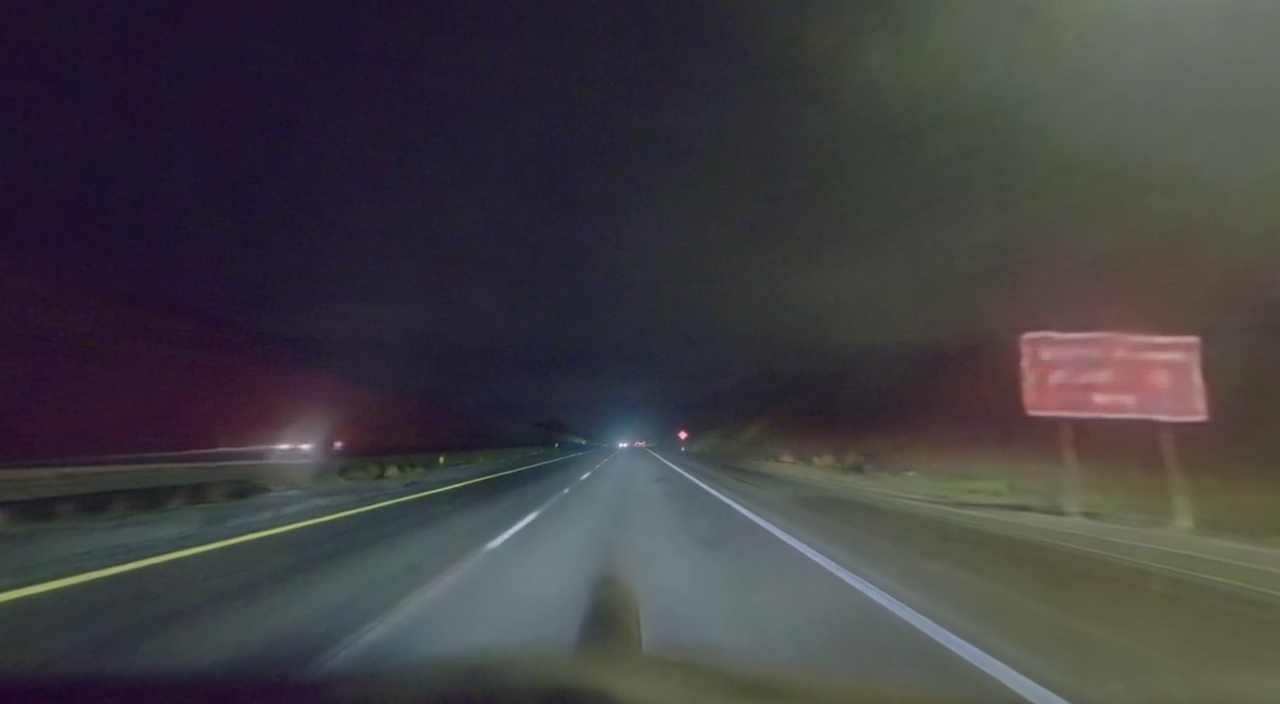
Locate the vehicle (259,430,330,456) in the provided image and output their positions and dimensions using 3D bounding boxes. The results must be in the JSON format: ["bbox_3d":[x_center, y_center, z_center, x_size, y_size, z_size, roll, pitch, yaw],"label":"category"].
[{"bbox_3d":[-20.798,5.512,38.114,1.800,1.449,4.373,0,-8,0],"label":"vehicle"}]
